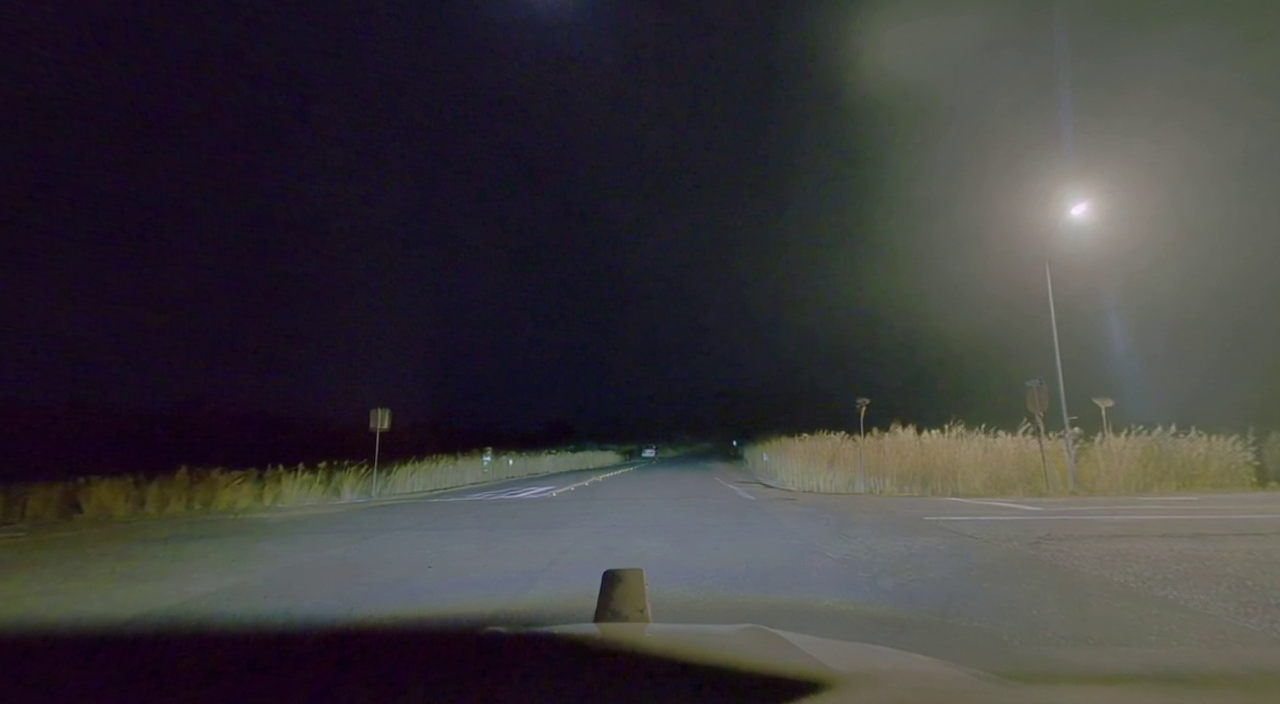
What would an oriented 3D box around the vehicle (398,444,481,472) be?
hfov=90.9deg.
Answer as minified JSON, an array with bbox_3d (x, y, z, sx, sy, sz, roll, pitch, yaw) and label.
[{"bbox_3d":[-12.680,6.724,40.078,4.590,1.735,1.973,0,-9,3],"label":"vehicle"}]
